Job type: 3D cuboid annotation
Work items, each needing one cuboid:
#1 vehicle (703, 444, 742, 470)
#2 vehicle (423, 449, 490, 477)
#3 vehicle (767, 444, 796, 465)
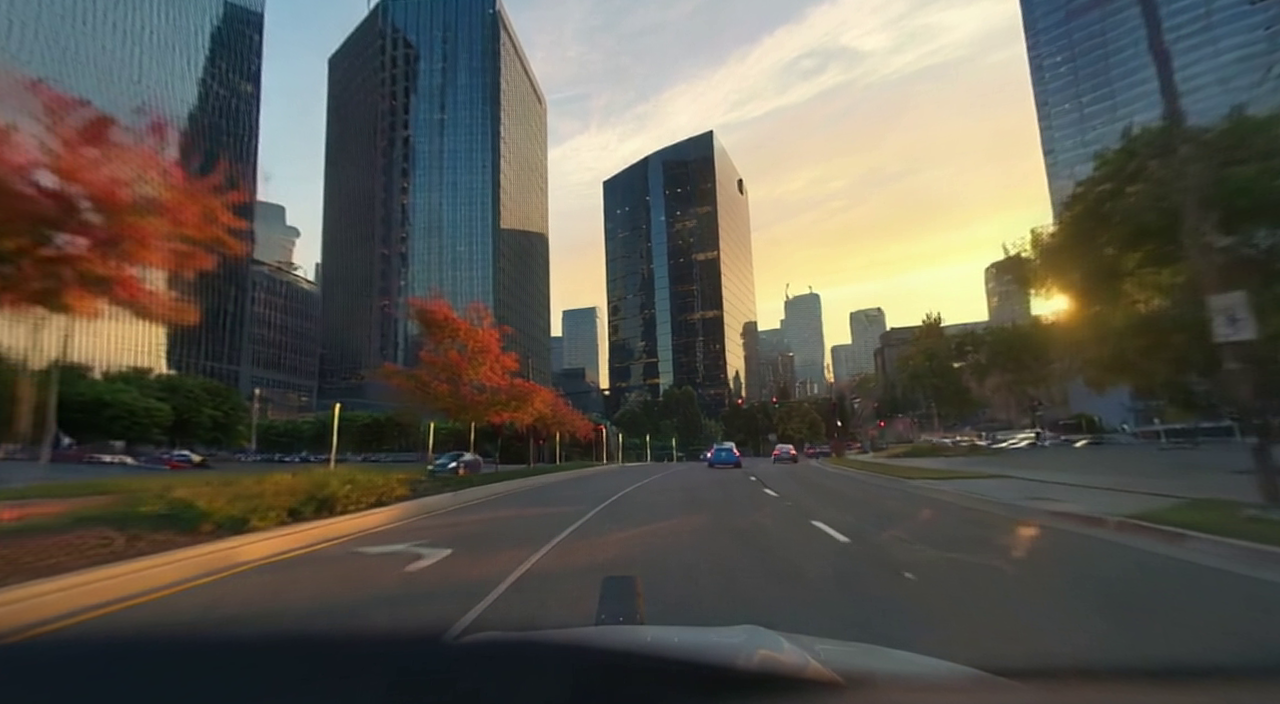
[{"bbox_3d":[5.136,6.408,38.726,2.127,1.497,4.020,-2,-9,11],"label":"vehicle"},{"bbox_3d":[-11.351,6.908,39.373,1.926,1.619,4.649,-2,-9,13],"label":"vehicle"},{"bbox_3d":[10.428,7.525,46.403,1.916,1.492,3.911,-2,-9,13],"label":"vehicle"}]
